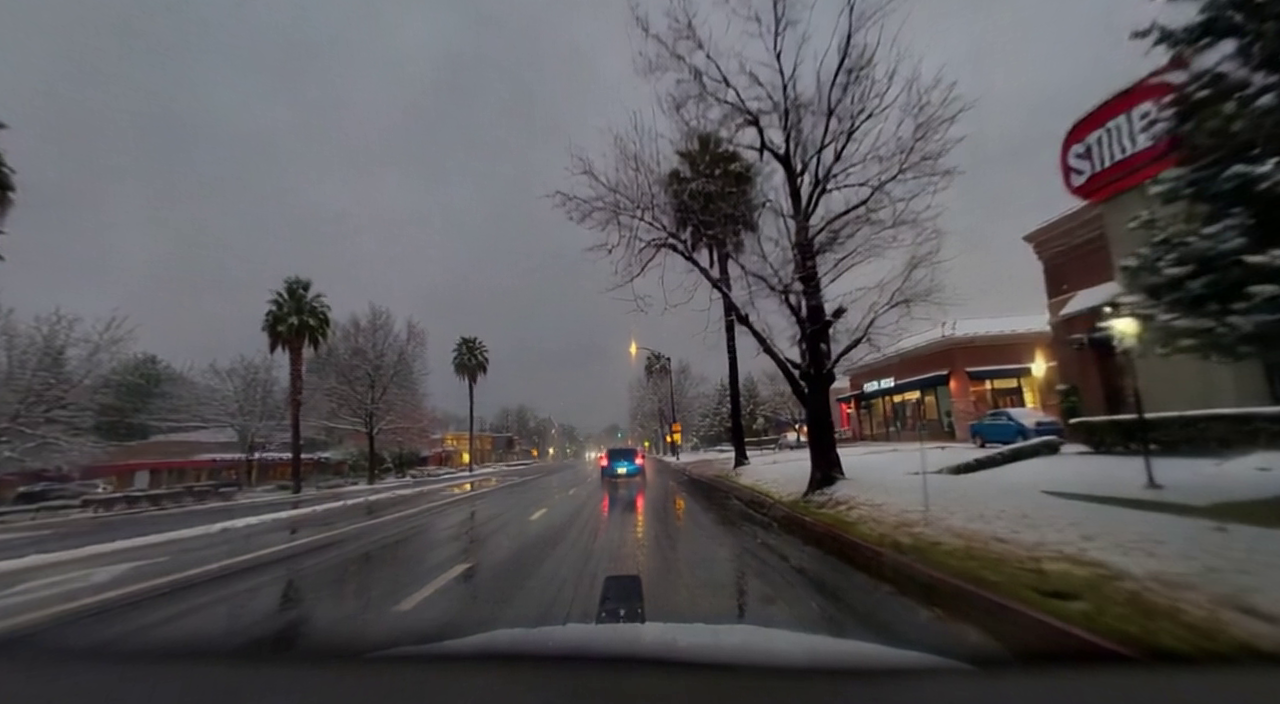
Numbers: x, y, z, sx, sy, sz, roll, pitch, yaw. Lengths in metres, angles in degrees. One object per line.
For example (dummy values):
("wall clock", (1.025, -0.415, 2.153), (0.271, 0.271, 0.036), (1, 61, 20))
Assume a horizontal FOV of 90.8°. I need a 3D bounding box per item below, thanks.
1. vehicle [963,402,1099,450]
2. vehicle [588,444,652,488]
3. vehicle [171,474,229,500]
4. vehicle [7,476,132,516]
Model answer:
("vehicle", (13.337, 2.644, 21.934), (1.827, 1.497, 4.468), (0, -9, -1))
("vehicle", (-0.721, 4.225, 23.773), (2.156, 1.462, 4.495), (0, -9, -1))
("vehicle", (-31.127, 9.566, 44.844), (1.791, 1.511, 4.030), (1, -9, -10))
("vehicle", (-30.262, 7.615, 33.771), (2.092, 1.719, 4.868), (0, -9, 0))
